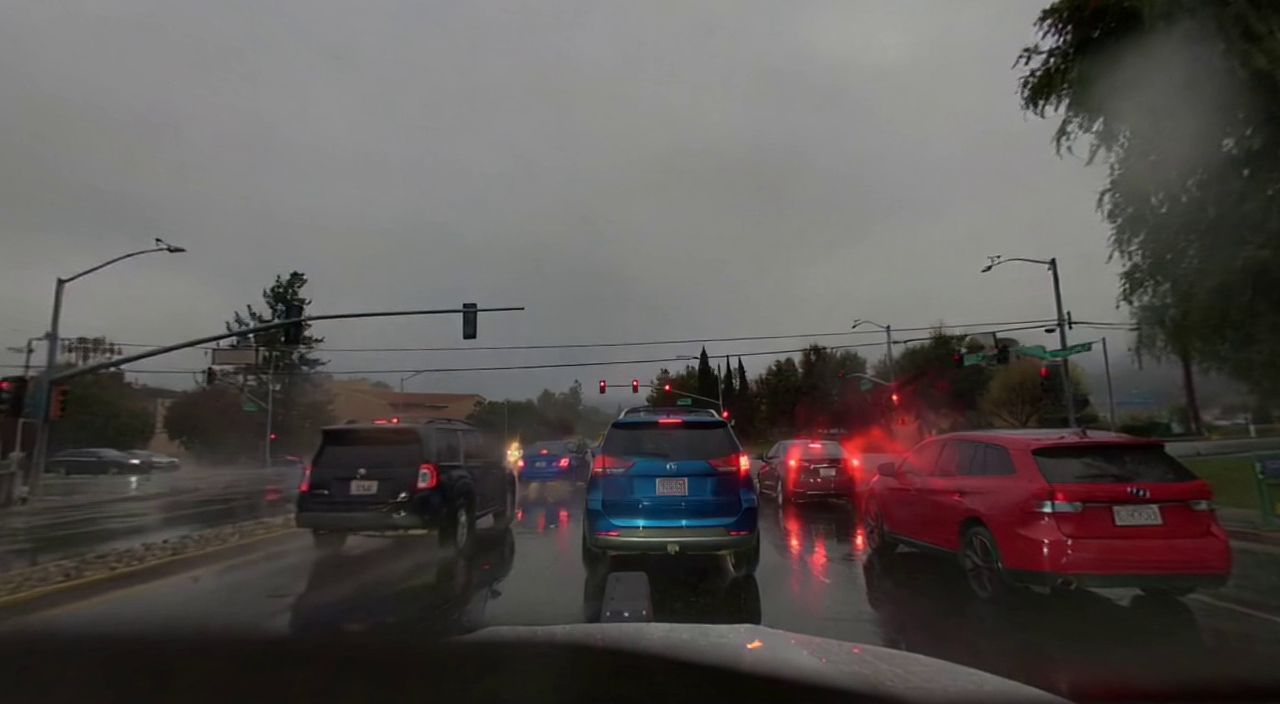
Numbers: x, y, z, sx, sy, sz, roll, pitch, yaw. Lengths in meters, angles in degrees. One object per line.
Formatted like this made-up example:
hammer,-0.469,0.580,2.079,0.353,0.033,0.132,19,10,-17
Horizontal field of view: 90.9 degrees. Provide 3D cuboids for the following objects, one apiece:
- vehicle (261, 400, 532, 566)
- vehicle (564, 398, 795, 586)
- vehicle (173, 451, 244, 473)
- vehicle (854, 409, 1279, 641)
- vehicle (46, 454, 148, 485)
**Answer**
vehicle,-3.113,1.815,9.492,2.054,1.814,4.941,0,-8,1
vehicle,0.387,1.652,8.222,2.172,1.764,4.338,0,-8,0
vehicle,-32.726,8.332,47.887,4.067,1.593,1.810,-1,-8,3
vehicle,3.914,1.493,6.435,1.954,1.592,3.992,0,-8,-1
vehicle,-31.209,6.746,36.302,4.395,1.636,1.926,-1,-9,9
